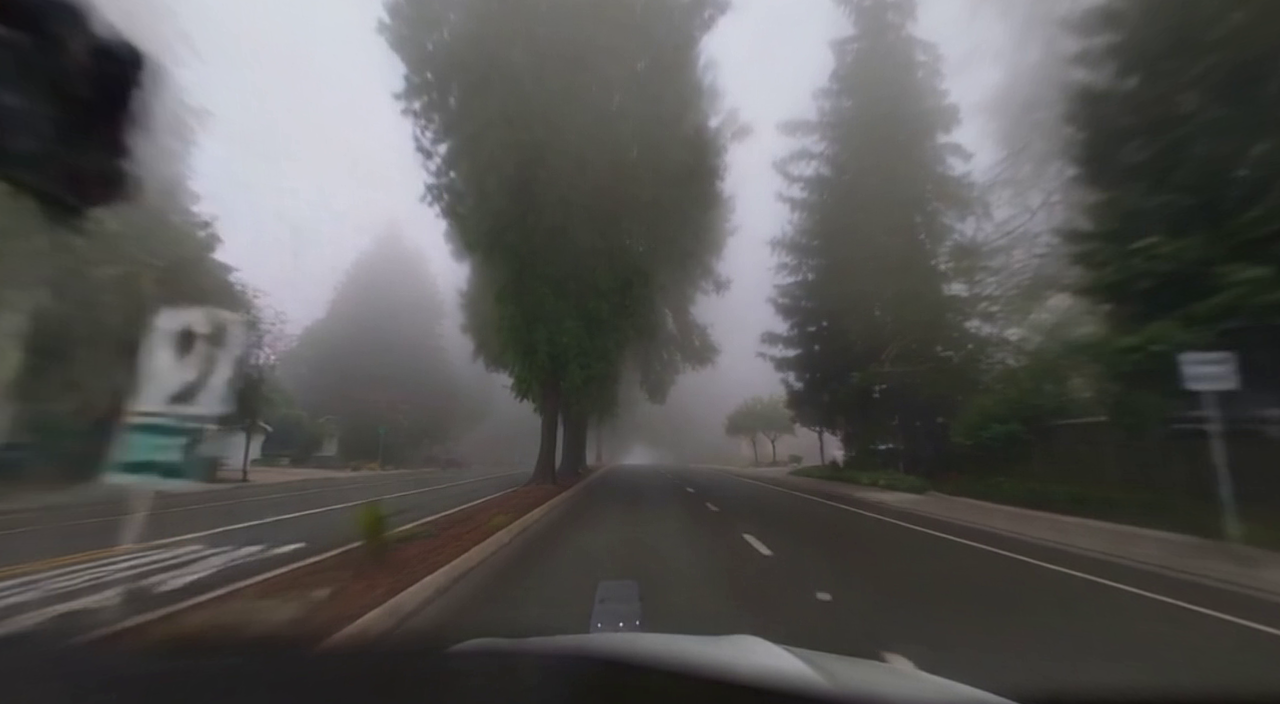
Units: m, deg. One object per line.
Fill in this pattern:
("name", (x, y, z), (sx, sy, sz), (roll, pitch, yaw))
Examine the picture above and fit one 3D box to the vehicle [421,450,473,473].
("vehicle", (-13.543, 7.595, 44.149), (2.068, 1.502, 4.643), (6, -11, -34))
